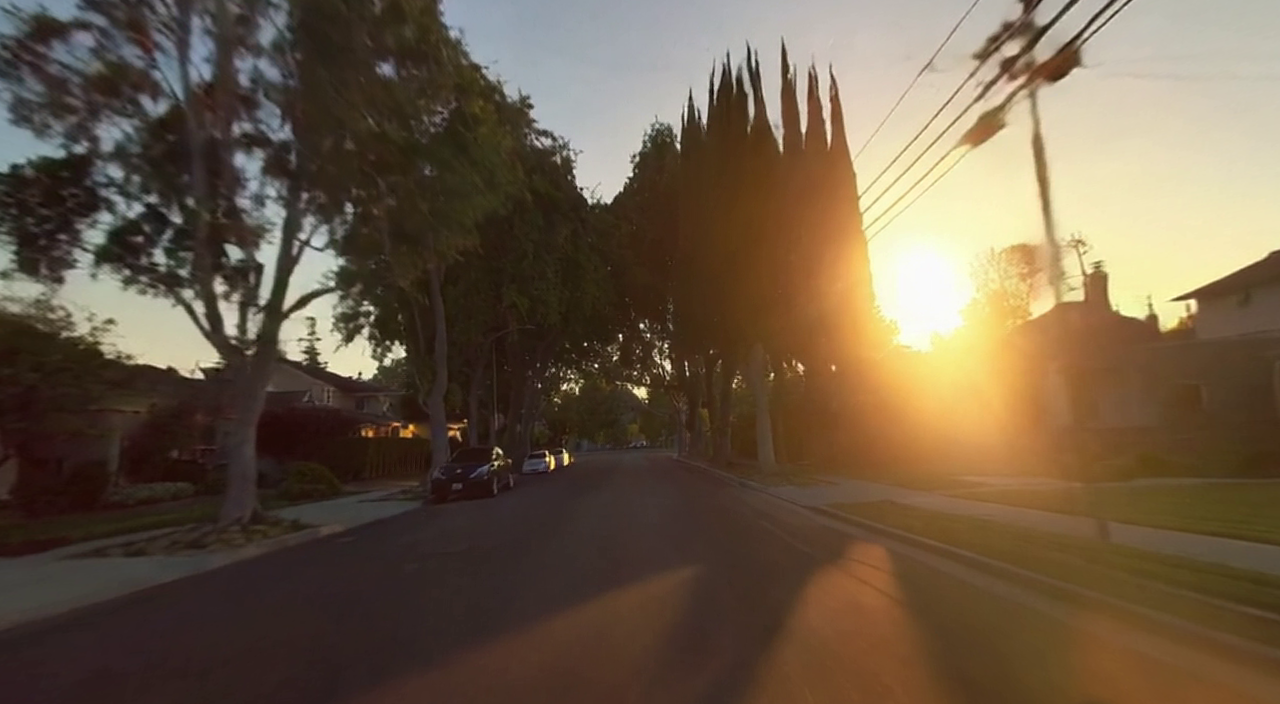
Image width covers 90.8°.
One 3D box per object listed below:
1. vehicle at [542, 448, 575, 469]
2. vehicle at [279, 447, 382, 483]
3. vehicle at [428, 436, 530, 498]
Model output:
[{"bbox_3d":[-5.988,7.885,46.915,1.901,1.468,4.212,-1,-9,0],"label":"vehicle"},{"bbox_3d":[-16.885,6.148,34.637,4.546,1.791,1.992,-1,-9,-1],"label":"vehicle"},{"bbox_3d":[-5.589,4.082,22.865,2.341,1.886,5.684,-1,-9,-1],"label":"vehicle"}]
